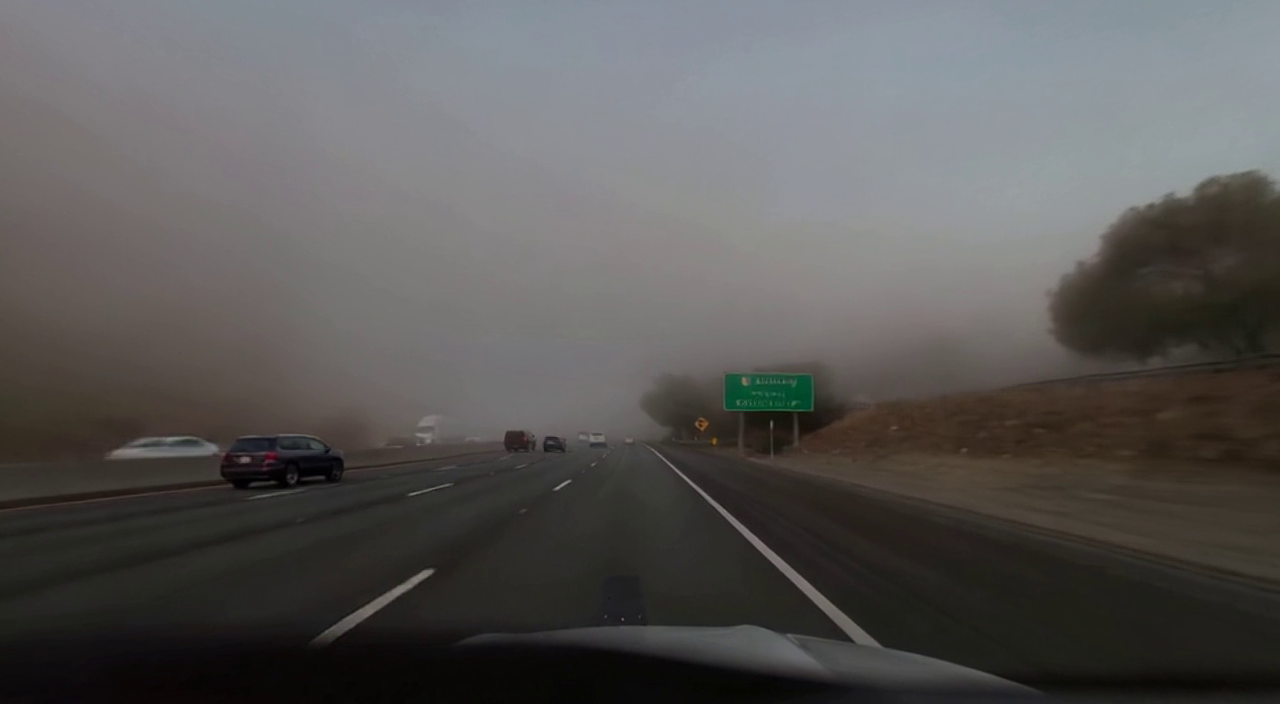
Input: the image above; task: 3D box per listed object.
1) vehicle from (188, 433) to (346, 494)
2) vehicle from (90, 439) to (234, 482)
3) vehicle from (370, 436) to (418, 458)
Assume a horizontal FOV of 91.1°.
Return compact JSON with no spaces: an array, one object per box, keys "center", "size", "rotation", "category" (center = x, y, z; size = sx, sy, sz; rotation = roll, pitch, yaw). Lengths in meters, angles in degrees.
[{"center":[-11.139,3.352,19.245],"size":[2.001,1.625,4.528],"rotation":[0,-8,1],"category":"vehicle"},{"center":[-18.200,4.122,24.239],"size":[1.909,1.482,4.647],"rotation":[0,-8,0],"category":"vehicle"},{"center":[-18.357,7.086,46.990],"size":[1.889,1.546,4.305],"rotation":[0,-8,0],"category":"vehicle"}]
